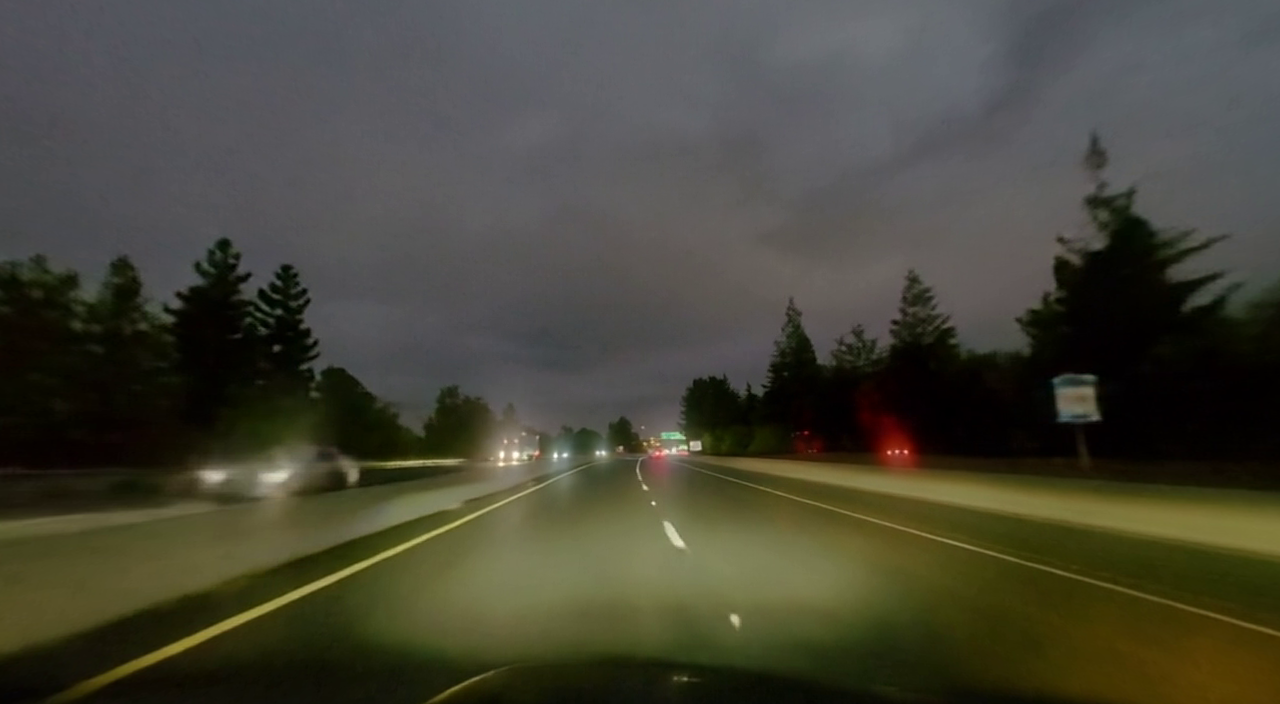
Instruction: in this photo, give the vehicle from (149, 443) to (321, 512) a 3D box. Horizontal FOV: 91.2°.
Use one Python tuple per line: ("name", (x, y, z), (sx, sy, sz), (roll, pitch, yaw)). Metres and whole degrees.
("vehicle", (-10.394, 3.215, 16.518), (1.895, 1.552, 4.010), (0, -9, -1))
